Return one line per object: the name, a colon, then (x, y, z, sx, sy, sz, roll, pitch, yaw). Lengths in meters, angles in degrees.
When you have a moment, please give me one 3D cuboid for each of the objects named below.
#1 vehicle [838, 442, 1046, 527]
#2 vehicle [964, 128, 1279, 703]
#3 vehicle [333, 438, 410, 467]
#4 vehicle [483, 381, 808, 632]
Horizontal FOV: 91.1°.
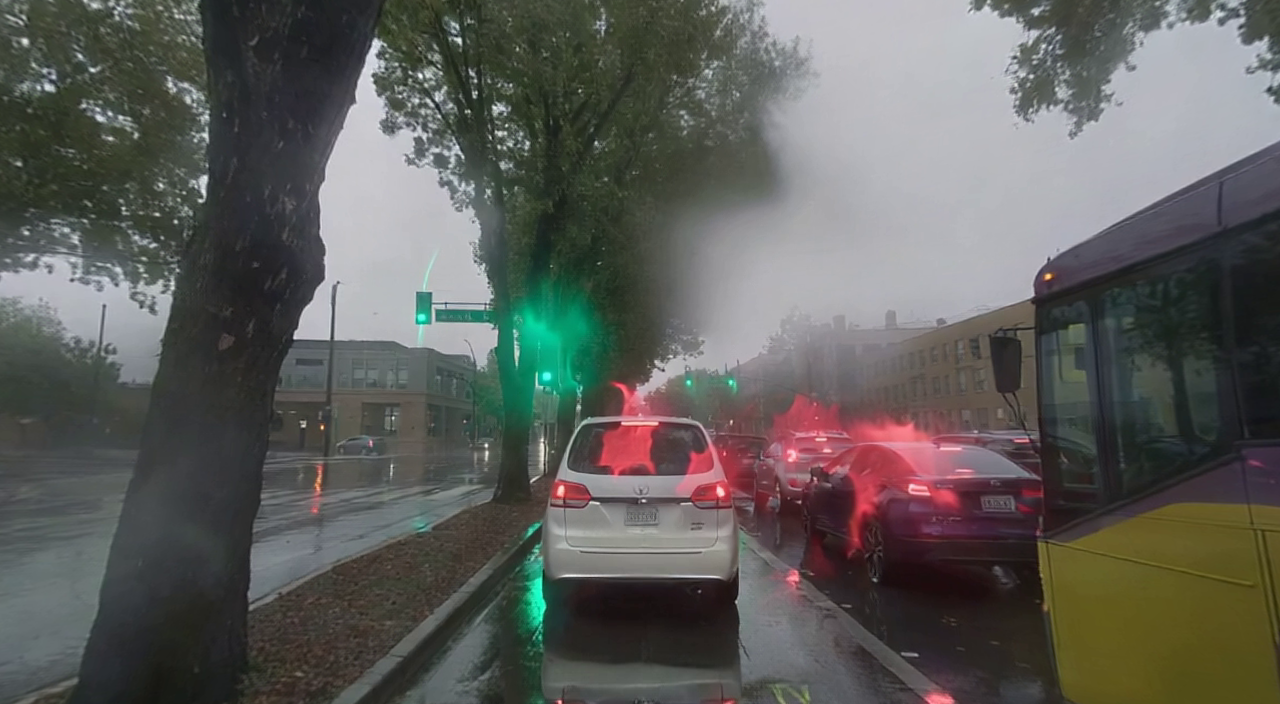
vehicle: (5.977, 2.638, 13.233, 1.987, 1.457, 4.675, 0, -8, -1)
vehicle: (2.615, 0.318, 0.433, 2.037, 2.065, 5.037, 0, -8, 0)
vehicle: (-16.927, 6.350, 39.751, 4.097, 1.720, 1.924, 2, -9, -13)
vehicle: (0.012, 1.475, 7.013, 2.381, 1.842, 4.603, 0, -8, -1)
